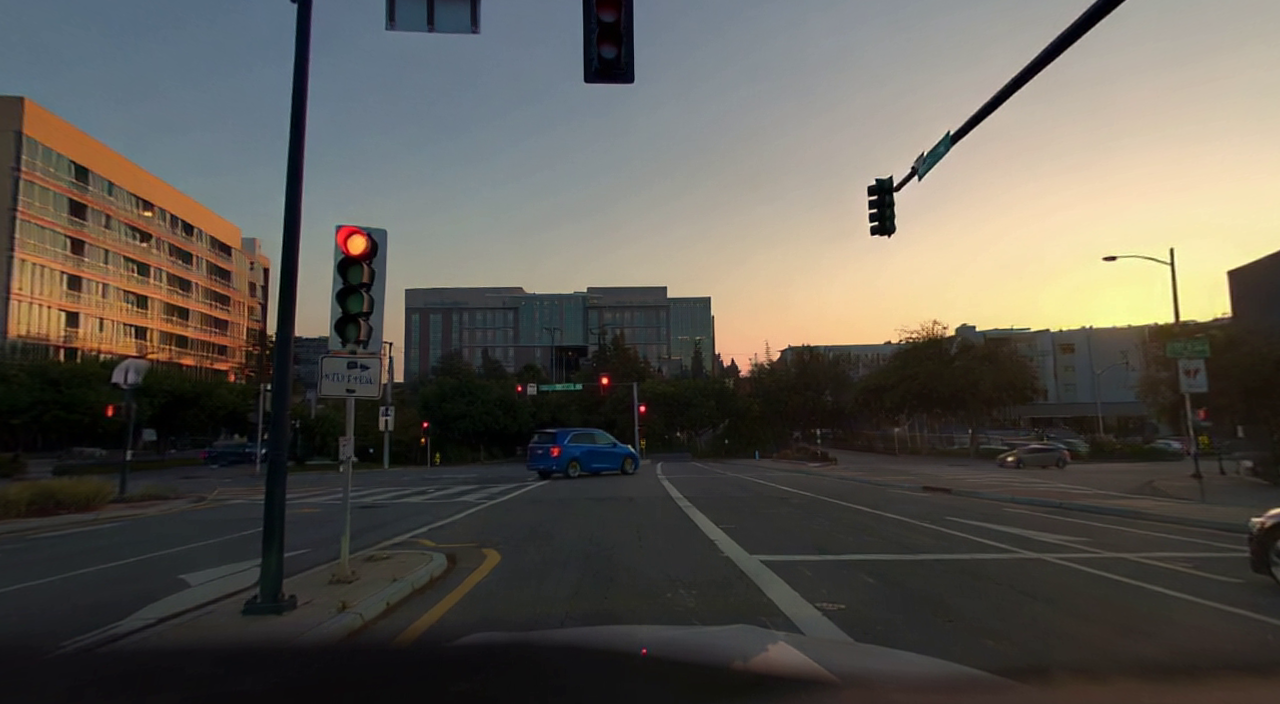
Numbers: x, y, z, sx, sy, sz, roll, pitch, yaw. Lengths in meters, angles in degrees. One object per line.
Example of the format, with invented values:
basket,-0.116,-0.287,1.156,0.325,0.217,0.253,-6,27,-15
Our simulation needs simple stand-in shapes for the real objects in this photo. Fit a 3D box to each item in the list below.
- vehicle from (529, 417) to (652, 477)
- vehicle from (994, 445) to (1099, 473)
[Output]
vehicle,-2.701,5.485,36.228,2.678,3.096,7.088,-9,-12,43
vehicle,23.763,6.272,36.729,4.736,1.542,1.966,0,-9,-2
